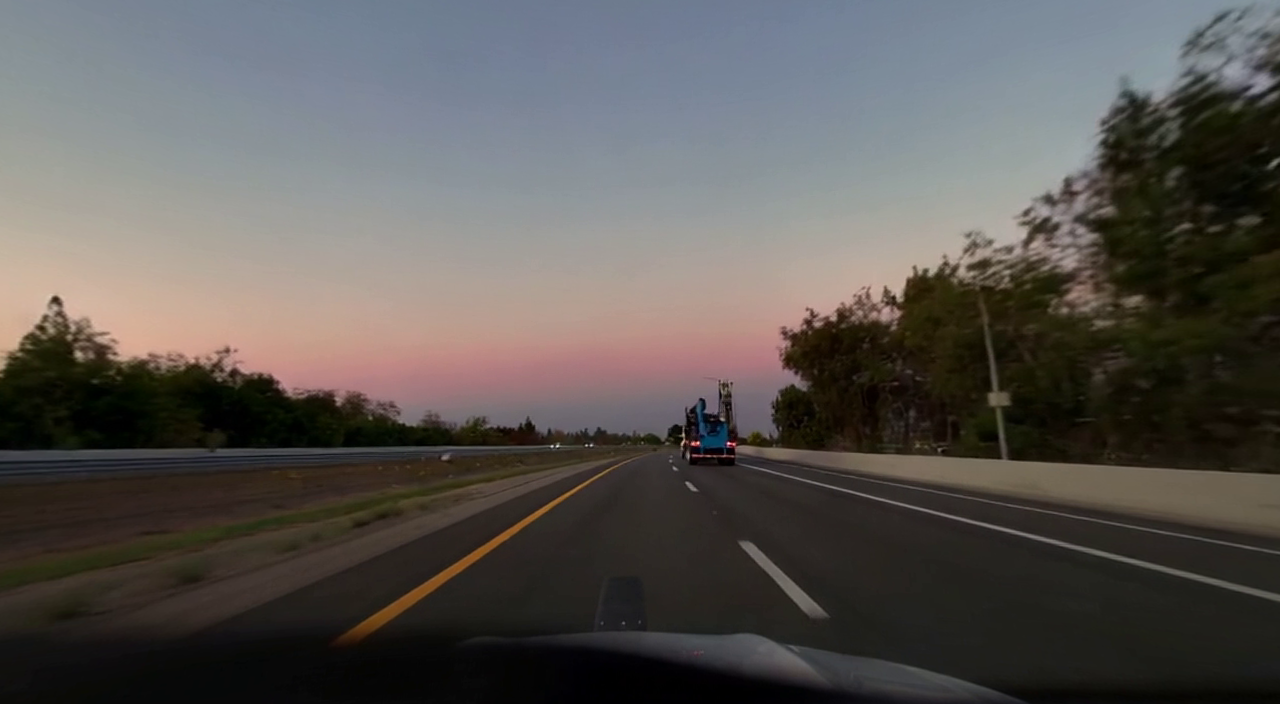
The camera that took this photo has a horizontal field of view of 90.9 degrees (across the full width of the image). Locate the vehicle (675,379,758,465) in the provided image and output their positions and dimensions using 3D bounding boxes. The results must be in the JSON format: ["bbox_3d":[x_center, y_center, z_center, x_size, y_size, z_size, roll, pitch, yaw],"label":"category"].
[{"bbox_3d":[3.746,3.731,32.721,3.279,3.956,6.541,0,-8,-1],"label":"vehicle"}]
